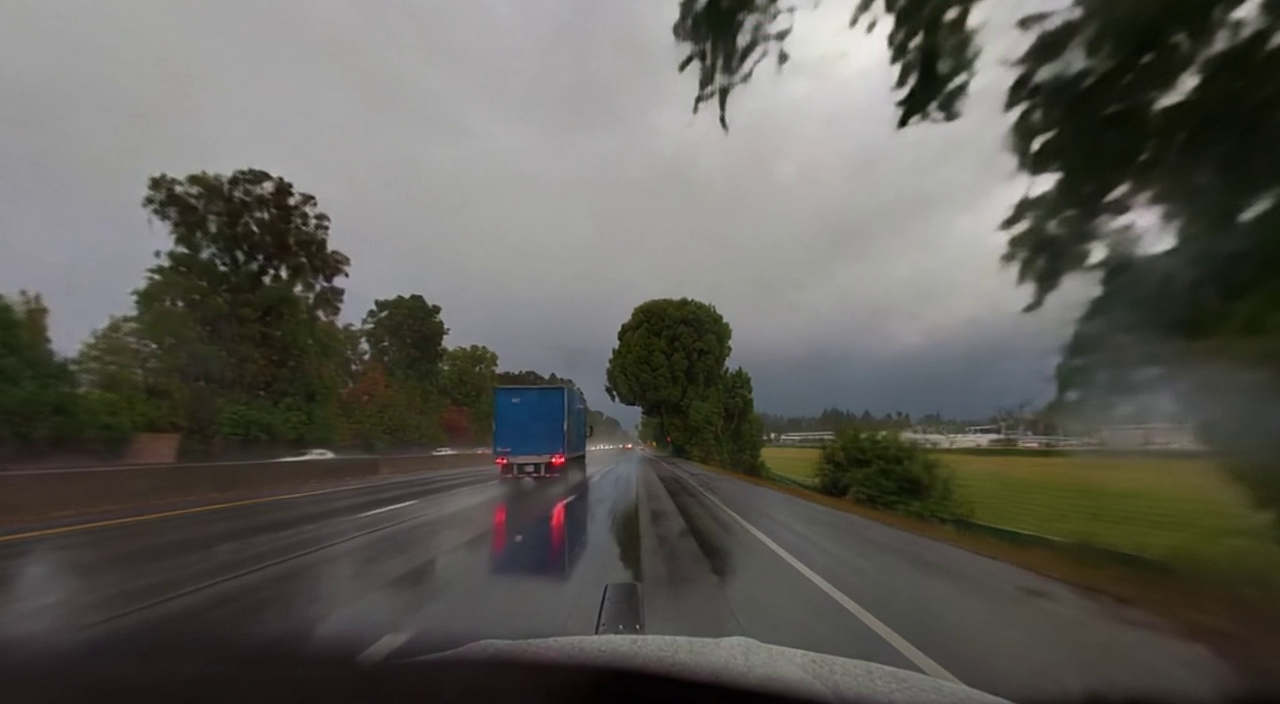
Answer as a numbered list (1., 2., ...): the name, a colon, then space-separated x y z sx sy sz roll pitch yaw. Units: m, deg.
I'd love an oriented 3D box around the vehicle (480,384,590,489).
1. vehicle: -3.649 3.270 24.216 2.874 3.309 8.208 0 -8 -1
